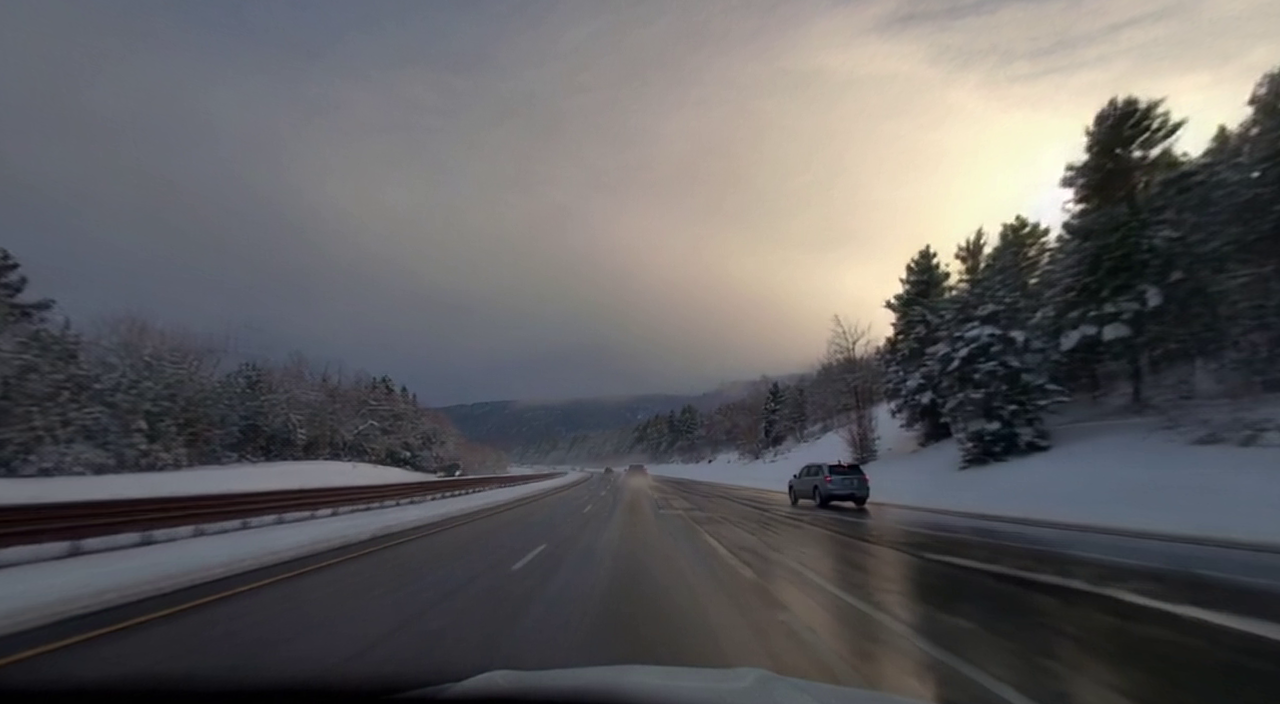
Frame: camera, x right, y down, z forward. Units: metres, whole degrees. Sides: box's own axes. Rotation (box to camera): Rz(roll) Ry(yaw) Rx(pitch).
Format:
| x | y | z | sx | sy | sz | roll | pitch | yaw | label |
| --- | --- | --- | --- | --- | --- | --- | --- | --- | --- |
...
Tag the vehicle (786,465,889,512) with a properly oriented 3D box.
| x | y | z | sx | sy | sz | roll | pitch | yaw | label |
| --- | --- | --- | --- | --- | --- | --- | --- | --- | --- |
| 8.131 | 5.681 | 26.497 | 2.089 | 1.770 | 4.571 | 3 | -11 | -11 | vehicle |
